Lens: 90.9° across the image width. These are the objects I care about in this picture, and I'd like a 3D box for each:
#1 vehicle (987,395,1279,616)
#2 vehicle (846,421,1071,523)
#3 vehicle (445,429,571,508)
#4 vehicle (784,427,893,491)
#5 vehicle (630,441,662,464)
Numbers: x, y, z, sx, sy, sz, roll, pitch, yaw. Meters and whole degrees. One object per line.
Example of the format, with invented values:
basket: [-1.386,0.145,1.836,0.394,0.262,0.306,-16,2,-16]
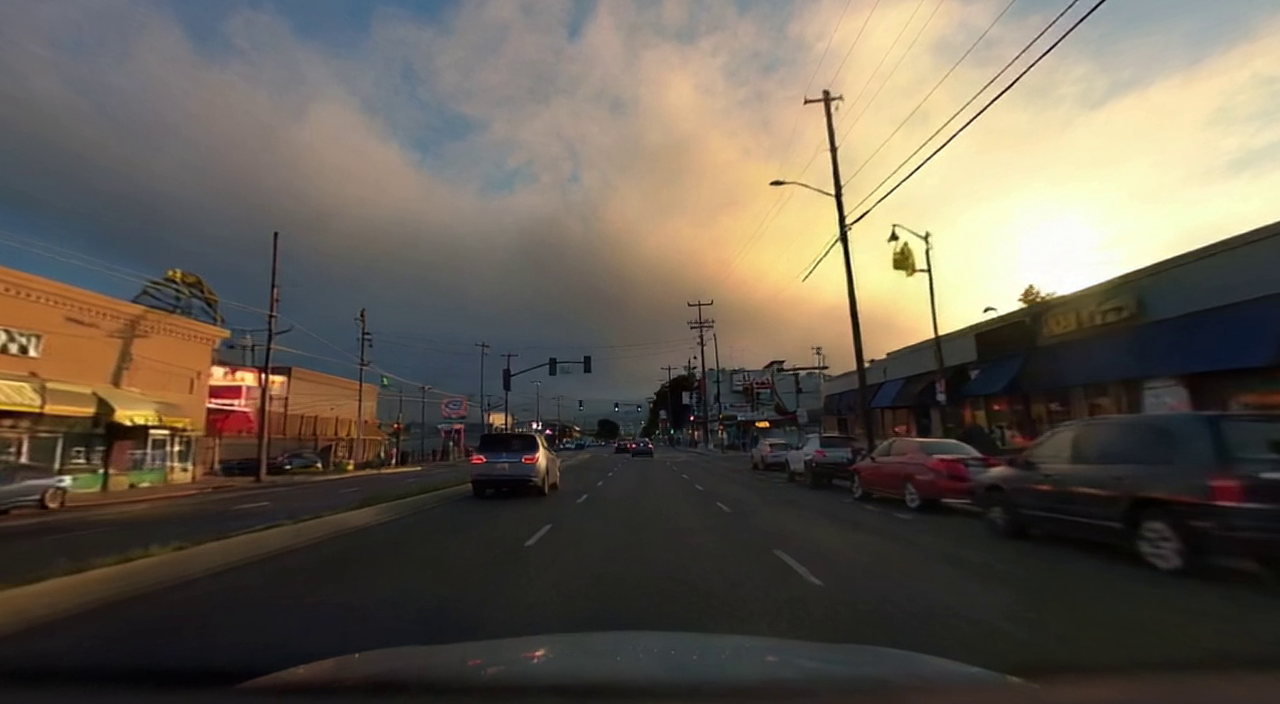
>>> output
vehicle: [6.384,1.579,7.221,1.985,1.835,4.936,0,-9,0]
vehicle: [6.490,2.519,13.802,2.203,1.797,5.165,0,-9,0]
vehicle: [-3.033,2.801,15.599,2.049,1.646,4.445,0,-9,2]
vehicle: [6.429,3.530,21.082,2.128,1.900,4.724,0,-9,0]
vehicle: [0.374,6.791,42.836,2.037,1.484,4.073,0,-9,0]
